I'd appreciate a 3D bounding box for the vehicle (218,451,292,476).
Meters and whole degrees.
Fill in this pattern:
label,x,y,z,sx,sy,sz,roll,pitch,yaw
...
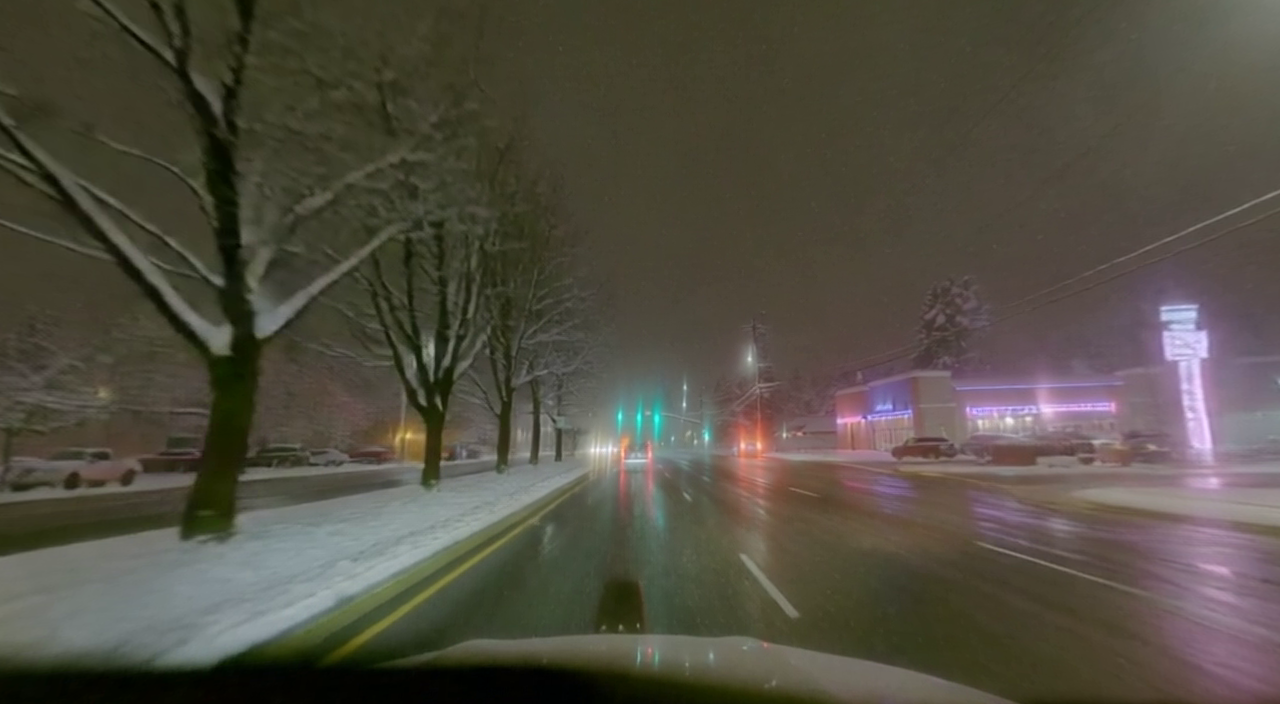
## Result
label,x,y,z,sx,sy,sz,roll,pitch,yaw
vehicle,-24.780,7.177,40.889,1.893,1.451,4.809,0,-8,-1

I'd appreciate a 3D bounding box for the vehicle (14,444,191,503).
label,x,y,z,sx,sy,sz,roll,pitch,yaw
vehicle,-19.281,4.307,23.084,2.129,1.794,4.967,-2,-8,-1

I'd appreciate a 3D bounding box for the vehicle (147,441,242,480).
label,x,y,z,sx,sy,sz,roll,pitch,yaw
vehicle,-24.735,6.001,35.324,2.003,1.958,4.810,0,-8,-3

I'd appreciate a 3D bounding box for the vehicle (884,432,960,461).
label,x,y,z,sx,sy,sz,roll,pitch,yaw
vehicle,18.685,6.318,42.242,2.253,1.771,5.722,0,-8,-2

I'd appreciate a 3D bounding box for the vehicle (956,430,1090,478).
label,x,y,z,sx,sy,sz,roll,pitch,yaw
vehicle,15.900,4.274,26.687,2.377,1.783,5.145,0,-8,-1

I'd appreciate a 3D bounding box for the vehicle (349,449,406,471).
label,x,y,z,sx,sy,sz,roll,pitch,yaw
vehicle,-19.456,8.036,47.107,2.083,1.481,5.103,0,-8,0

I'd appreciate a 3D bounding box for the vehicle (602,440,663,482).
label,x,y,z,sx,sy,sz,roll,pitch,yaw
vehicle,-0.306,4.188,24.613,2.185,1.473,3.925,0,-8,-1

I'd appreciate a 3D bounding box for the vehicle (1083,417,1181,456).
label,x,y,z,sx,sy,sz,roll,pitch,yaw
vehicle,32.795,5.700,42.339,2.209,2.346,5.394,-2,-8,2

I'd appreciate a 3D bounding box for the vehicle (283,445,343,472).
label,x,y,z,sx,sy,sz,roll,pitch,yaw
vehicle,-24.330,7.911,47.230,1.985,1.821,4.774,0,-8,0
